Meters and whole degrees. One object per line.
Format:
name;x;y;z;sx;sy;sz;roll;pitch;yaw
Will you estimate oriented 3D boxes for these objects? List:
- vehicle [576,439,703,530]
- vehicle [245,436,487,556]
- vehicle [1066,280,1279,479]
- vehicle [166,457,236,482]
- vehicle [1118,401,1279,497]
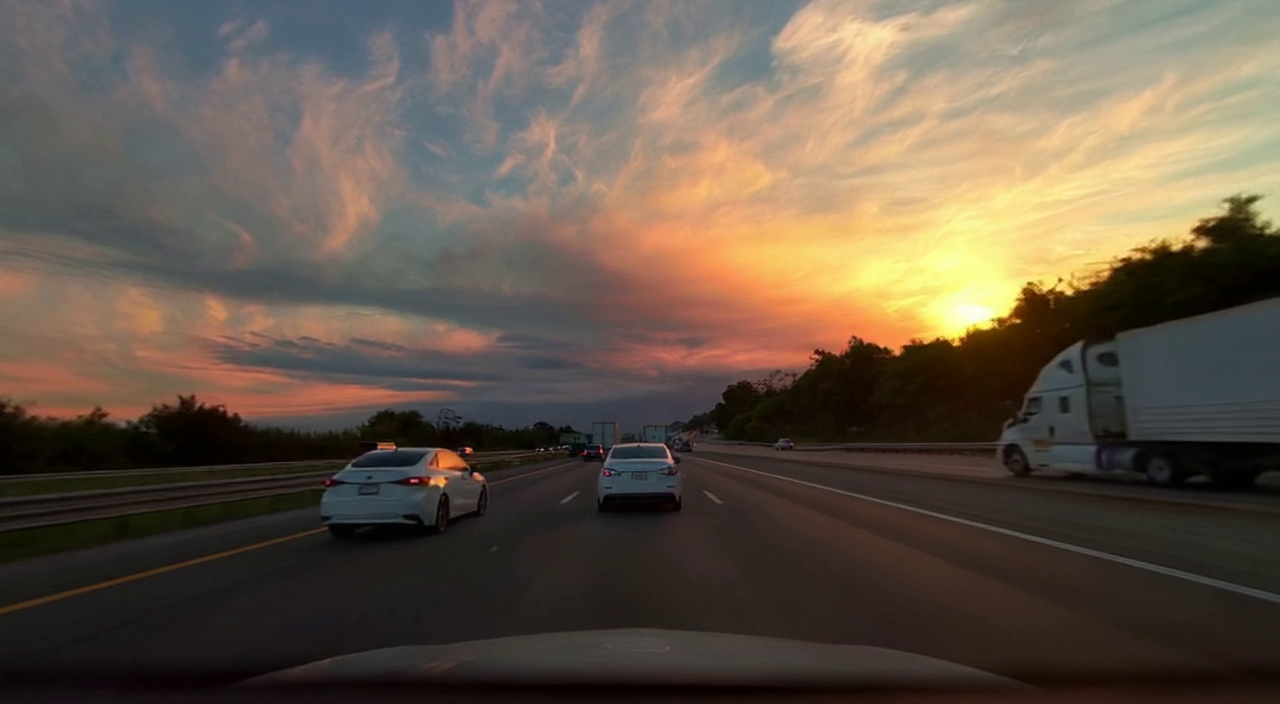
vehicle;-0.013;2.460;12.249;2.057;1.449;3.931;0;-9;0
vehicle;-4.026;2.178;10.249;1.929;1.509;4.331;0;-9;1
vehicle;14.734;0.581;13.157;2.825;4.085;12.815;0;-9;1
vehicle;-27.045;7.233;38.910;1.691;1.381;3.503;0;-9;2
vehicle;11.089;1.736;11.259;1.892;1.504;4.000;0;-9;0
